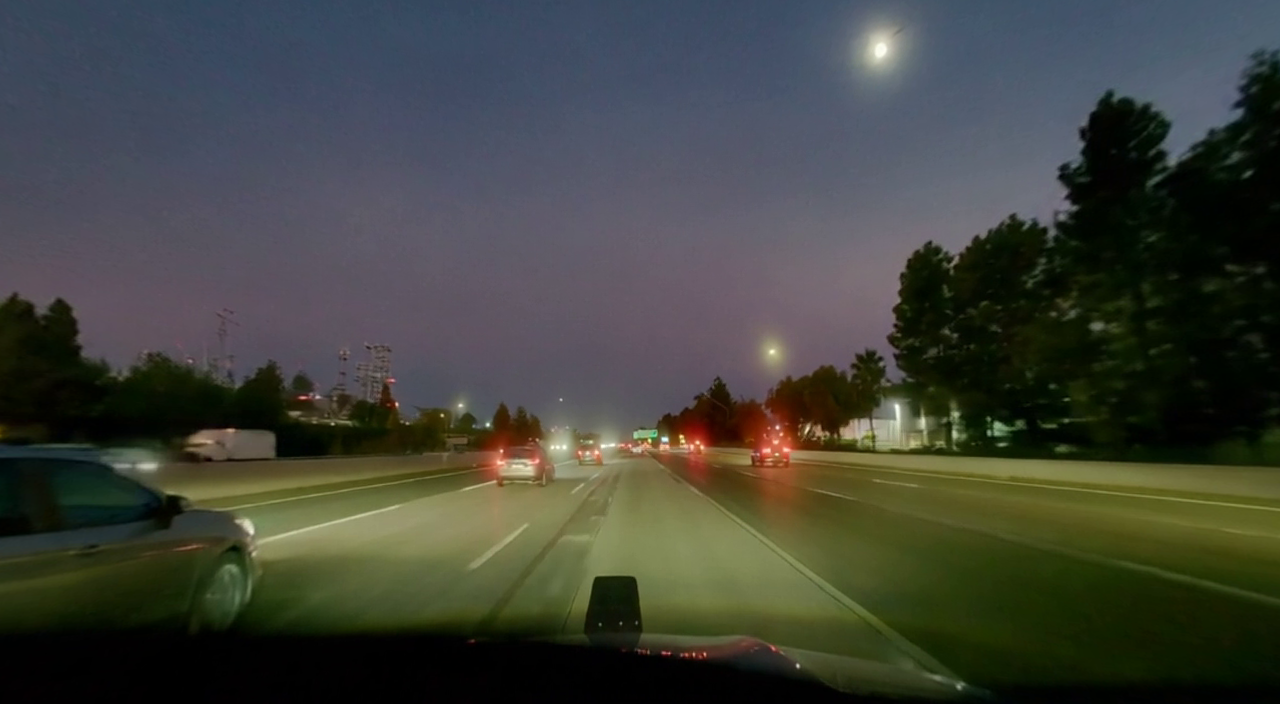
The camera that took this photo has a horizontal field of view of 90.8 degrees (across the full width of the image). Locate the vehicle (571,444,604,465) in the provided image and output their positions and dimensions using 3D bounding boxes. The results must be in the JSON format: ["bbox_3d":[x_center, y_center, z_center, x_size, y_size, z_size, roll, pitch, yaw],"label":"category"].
[{"bbox_3d":[-3.882,7.637,47.139,2.078,1.464,4.093,0,-9,0],"label":"vehicle"}]

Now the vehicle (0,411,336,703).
[{"bbox_3d":[-3.511,1.037,3.001,1.959,1.433,4.291,0,-9,0],"label":"vehicle"}]

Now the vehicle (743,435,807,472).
[{"bbox_3d":[6.797,5.174,32.356,2.147,1.769,4.666,0,-9,-2],"label":"vehicle"}]

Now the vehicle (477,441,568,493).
[{"bbox_3d":[-3.664,3.681,20.611,2.047,1.469,4.614,0,-9,1],"label":"vehicle"}]
